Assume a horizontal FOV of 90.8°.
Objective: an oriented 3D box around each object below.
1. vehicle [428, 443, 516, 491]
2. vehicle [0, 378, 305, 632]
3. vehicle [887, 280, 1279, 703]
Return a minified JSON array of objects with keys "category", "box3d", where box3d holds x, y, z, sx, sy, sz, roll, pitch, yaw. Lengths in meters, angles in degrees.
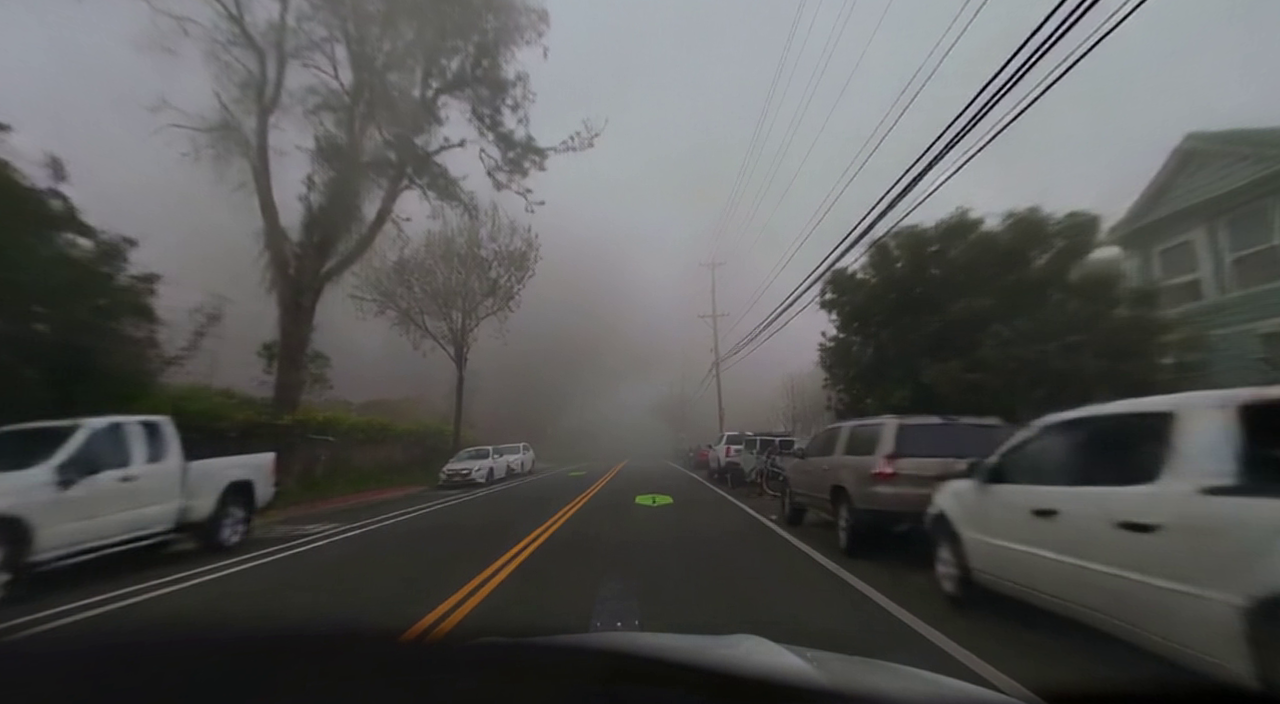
[{"category":"vehicle","box3d":[-6.502,4.447,24.985,2.084,1.573,4.599,-2,-7,2]},{"category":"vehicle","box3d":[-6.518,1.592,7.584,2.270,2.098,5.130,-1,-7,-1]},{"category":"vehicle","box3d":[3.449,0.852,3.345,2.065,1.953,5.359,0,-8,0]}]
